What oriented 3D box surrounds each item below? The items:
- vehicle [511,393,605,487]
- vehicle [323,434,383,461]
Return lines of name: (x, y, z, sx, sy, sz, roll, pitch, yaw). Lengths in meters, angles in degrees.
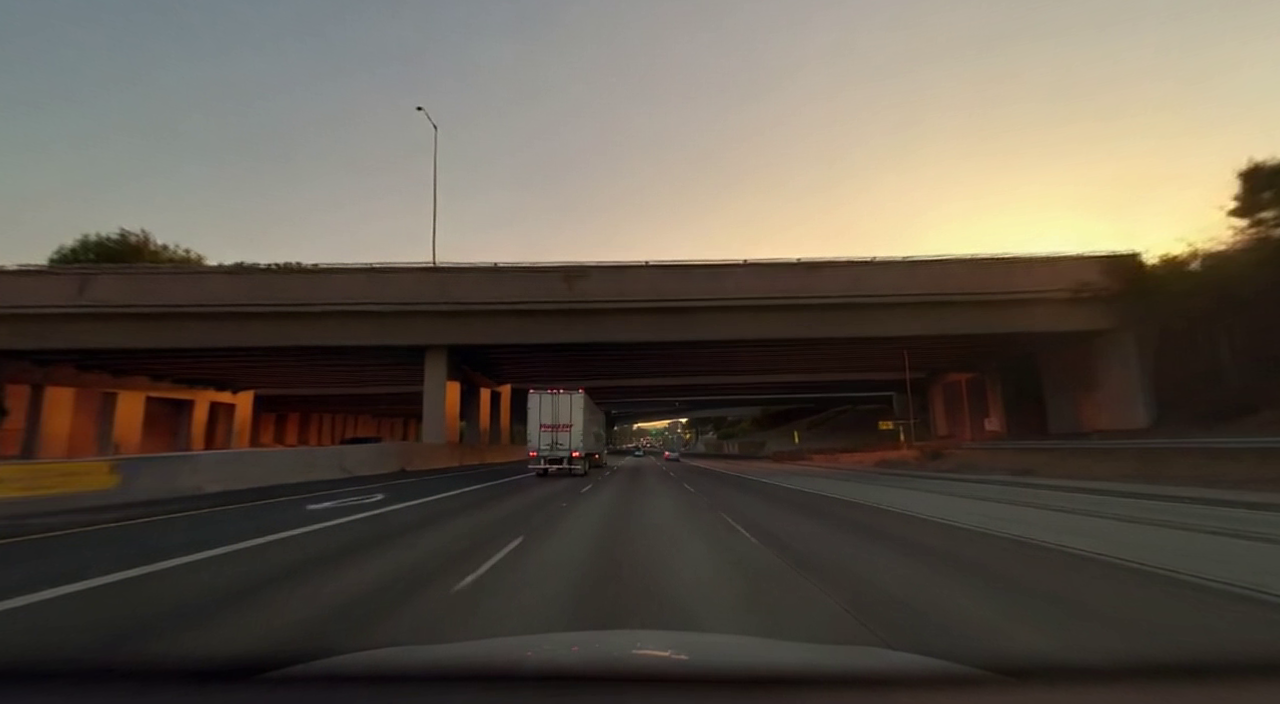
vehicle: (-3.290, 3.915, 27.704, 2.922, 3.458, 8.360, 0, -9, 1)
vehicle: (-18.057, 6.067, 39.829, 1.789, 1.594, 4.013, 0, -9, 2)
